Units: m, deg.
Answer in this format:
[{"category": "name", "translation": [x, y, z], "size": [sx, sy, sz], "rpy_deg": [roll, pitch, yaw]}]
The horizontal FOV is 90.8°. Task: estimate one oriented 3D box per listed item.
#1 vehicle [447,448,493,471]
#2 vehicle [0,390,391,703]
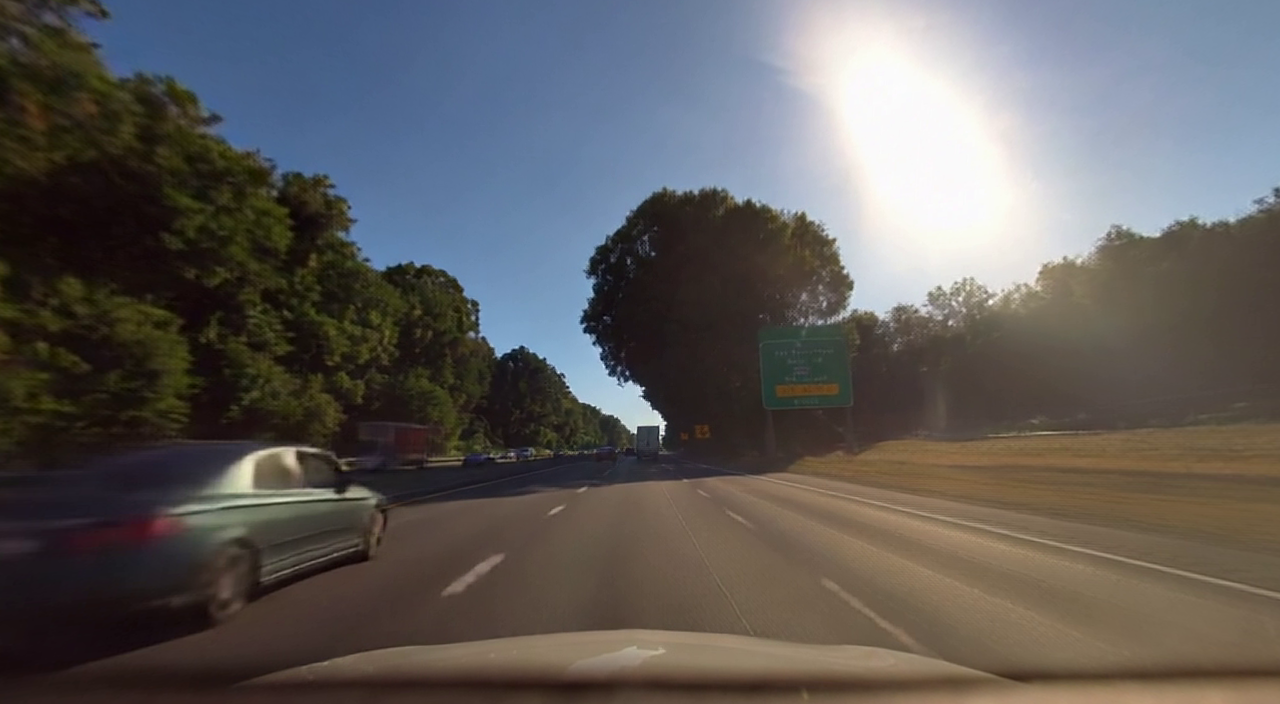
[{"category": "vehicle", "translation": [-12.065, 7.666, 45.135], "size": [2.061, 1.523, 4.144], "rpy_deg": [0, -9, 1]}, {"category": "vehicle", "translation": [-3.839, 1.249, 4.775], "size": [2.027, 1.519, 4.578], "rpy_deg": [0, -9, 0]}]
